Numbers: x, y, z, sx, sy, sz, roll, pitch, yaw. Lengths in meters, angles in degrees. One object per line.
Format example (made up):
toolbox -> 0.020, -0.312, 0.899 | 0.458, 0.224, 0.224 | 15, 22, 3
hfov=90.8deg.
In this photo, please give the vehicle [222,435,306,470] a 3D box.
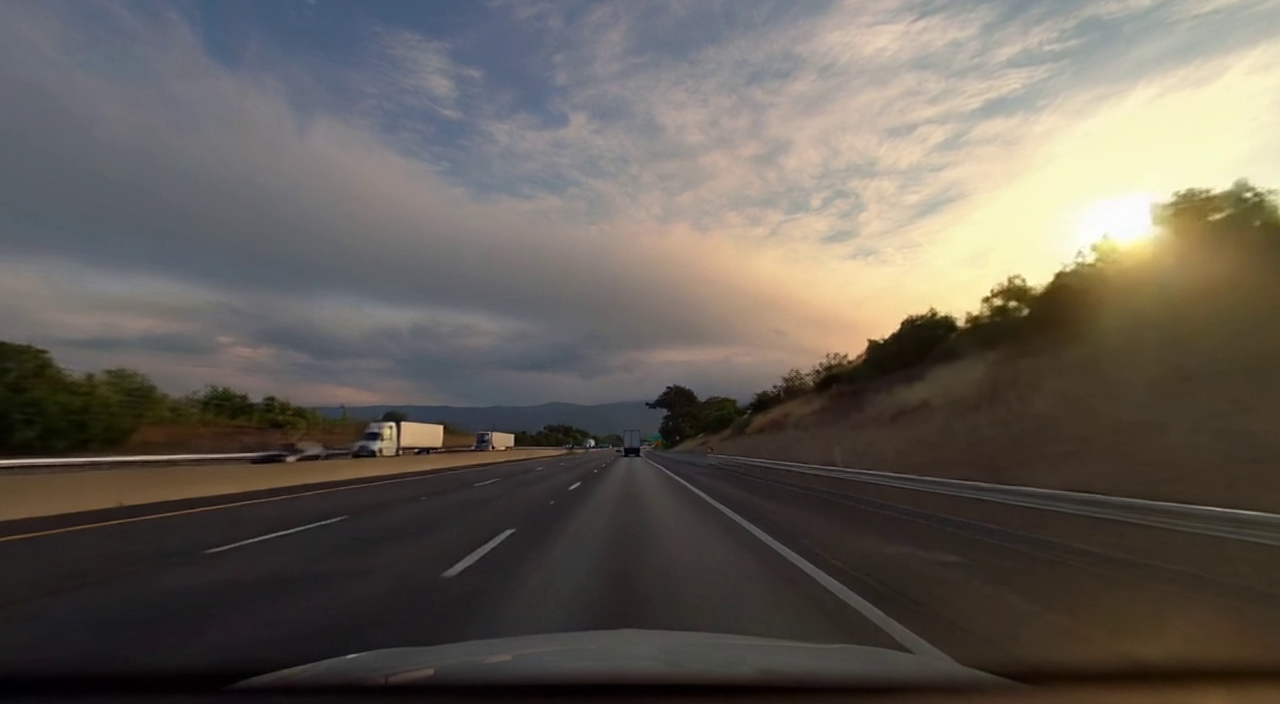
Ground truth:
vehicle -> -16.955, 4.545, 28.632 | 1.715, 1.454, 3.326 | 0, -9, 0
